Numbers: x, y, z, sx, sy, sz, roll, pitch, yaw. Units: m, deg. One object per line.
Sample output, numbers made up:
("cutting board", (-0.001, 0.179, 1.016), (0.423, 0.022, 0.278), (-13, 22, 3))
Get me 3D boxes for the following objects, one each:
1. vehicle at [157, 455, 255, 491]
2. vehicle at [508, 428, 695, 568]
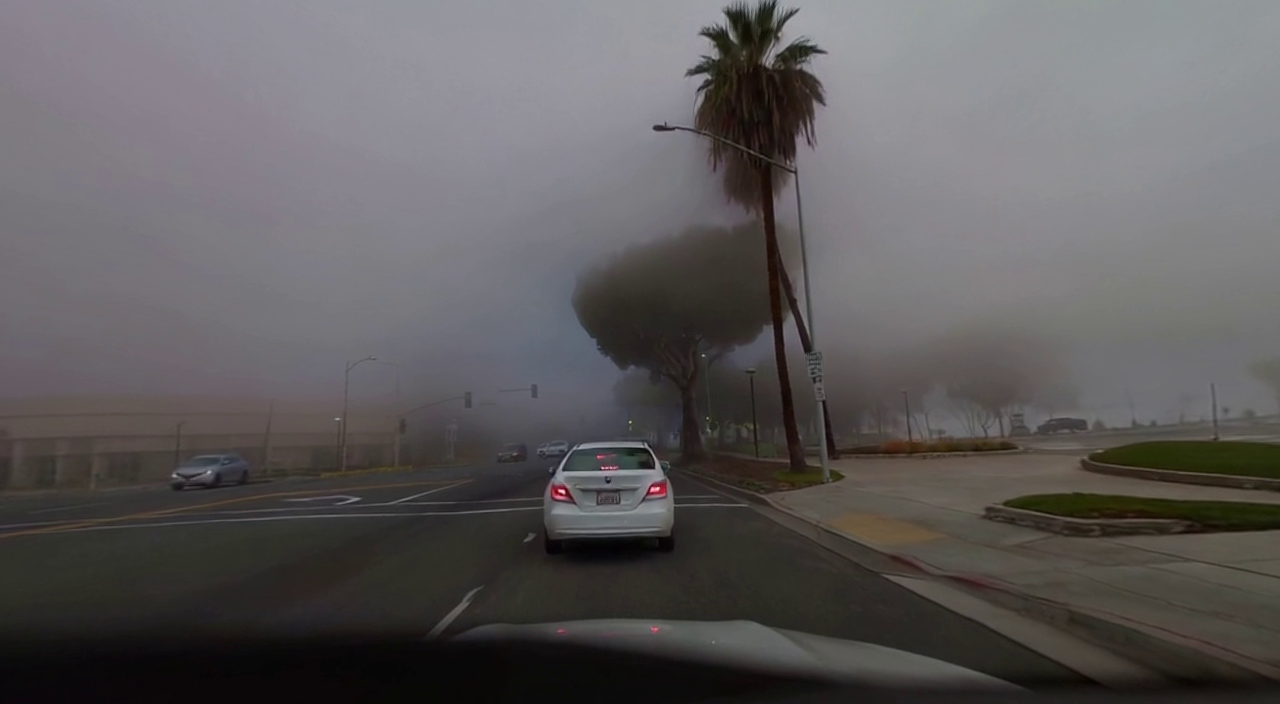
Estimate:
("vehicle", (-23.300, 6.467, 34.164), (1.990, 1.752, 4.673), (0, -9, -1))
("vehicle", (-0.458, 1.911, 8.977), (2.060, 1.526, 3.859), (0, -9, -1))
